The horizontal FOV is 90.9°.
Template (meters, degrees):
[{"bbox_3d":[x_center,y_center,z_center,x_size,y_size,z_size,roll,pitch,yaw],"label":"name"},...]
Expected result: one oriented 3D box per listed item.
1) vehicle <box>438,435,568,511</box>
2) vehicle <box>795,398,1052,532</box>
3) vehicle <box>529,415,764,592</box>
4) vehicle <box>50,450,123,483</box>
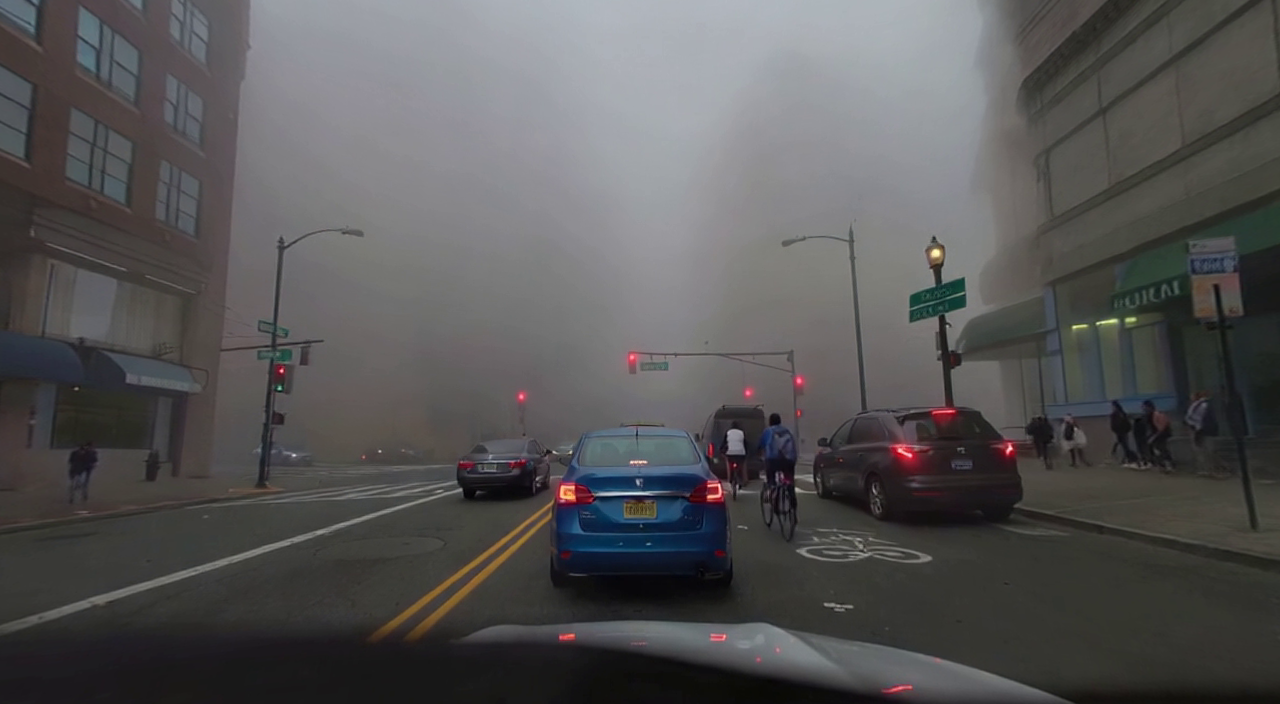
[{"bbox_3d":[-2.943,2.712,14.634,2.039,1.452,4.489,0,-9,0],"label":"vehicle"},{"bbox_3d":[4.513,1.916,11.138,2.142,1.829,4.767,0,-9,-2],"label":"vehicle"},{"bbox_3d":[0.032,1.657,7.711,2.091,1.557,4.000,0,-9,-1],"label":"vehicle"},{"bbox_3d":[-31.816,6.558,36.375,2.264,1.722,4.721,5,-10,-31],"label":"vehicle"}]
